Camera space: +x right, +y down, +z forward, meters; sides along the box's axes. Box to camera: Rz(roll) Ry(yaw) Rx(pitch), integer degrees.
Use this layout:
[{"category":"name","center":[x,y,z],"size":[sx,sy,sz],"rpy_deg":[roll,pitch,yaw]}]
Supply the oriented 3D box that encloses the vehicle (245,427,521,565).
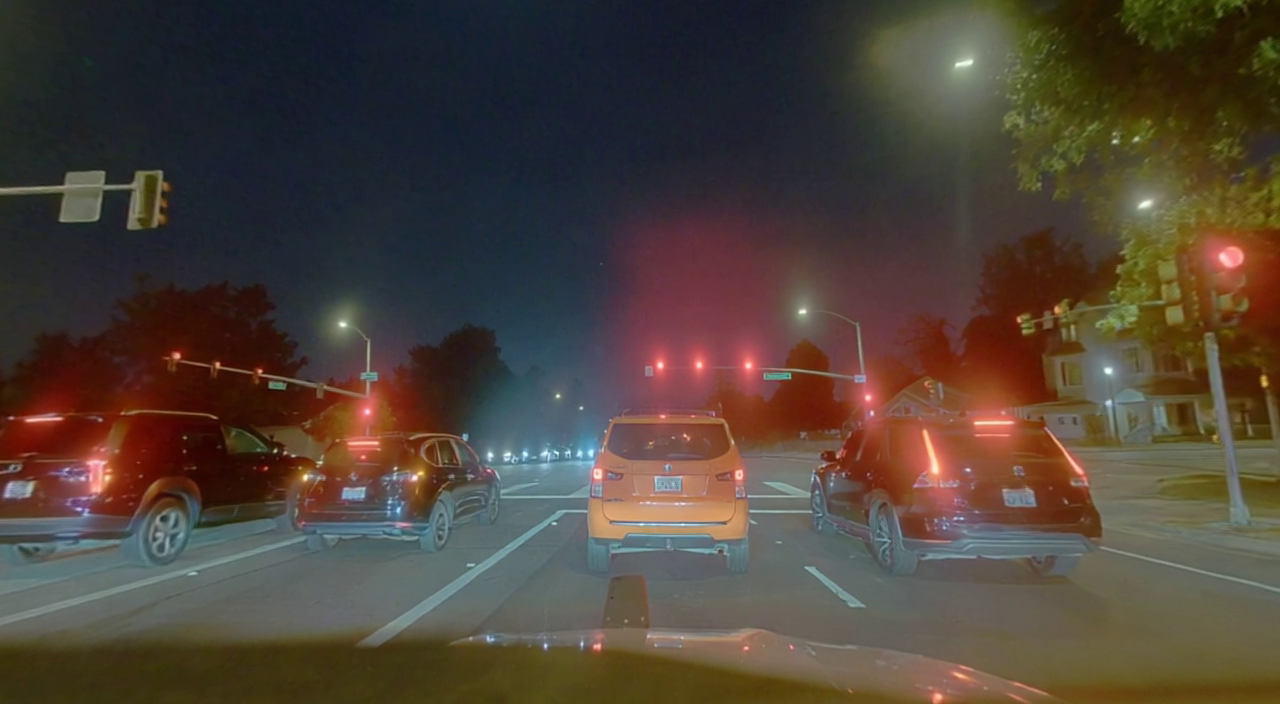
[{"category":"vehicle","center":[-3.234,1.888,9.103],"size":[1.885,1.475,4.359],"rpy_deg":[-1,-8,4]}]

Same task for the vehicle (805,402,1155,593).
[{"category":"vehicle","center":[3.530,1.588,7.747],"size":[2.047,1.638,4.395],"rpy_deg":[-1,-8,4]}]

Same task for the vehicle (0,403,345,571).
[{"category":"vehicle","center":[-6.634,1.817,9.306],"size":[2.075,1.796,4.785],"rpy_deg":[0,-8,2]}]

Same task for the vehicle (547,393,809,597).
[{"category":"vehicle","center":[0.395,1.515,7.486],"size":[2.198,1.708,4.170],"rpy_deg":[0,-8,2]}]
